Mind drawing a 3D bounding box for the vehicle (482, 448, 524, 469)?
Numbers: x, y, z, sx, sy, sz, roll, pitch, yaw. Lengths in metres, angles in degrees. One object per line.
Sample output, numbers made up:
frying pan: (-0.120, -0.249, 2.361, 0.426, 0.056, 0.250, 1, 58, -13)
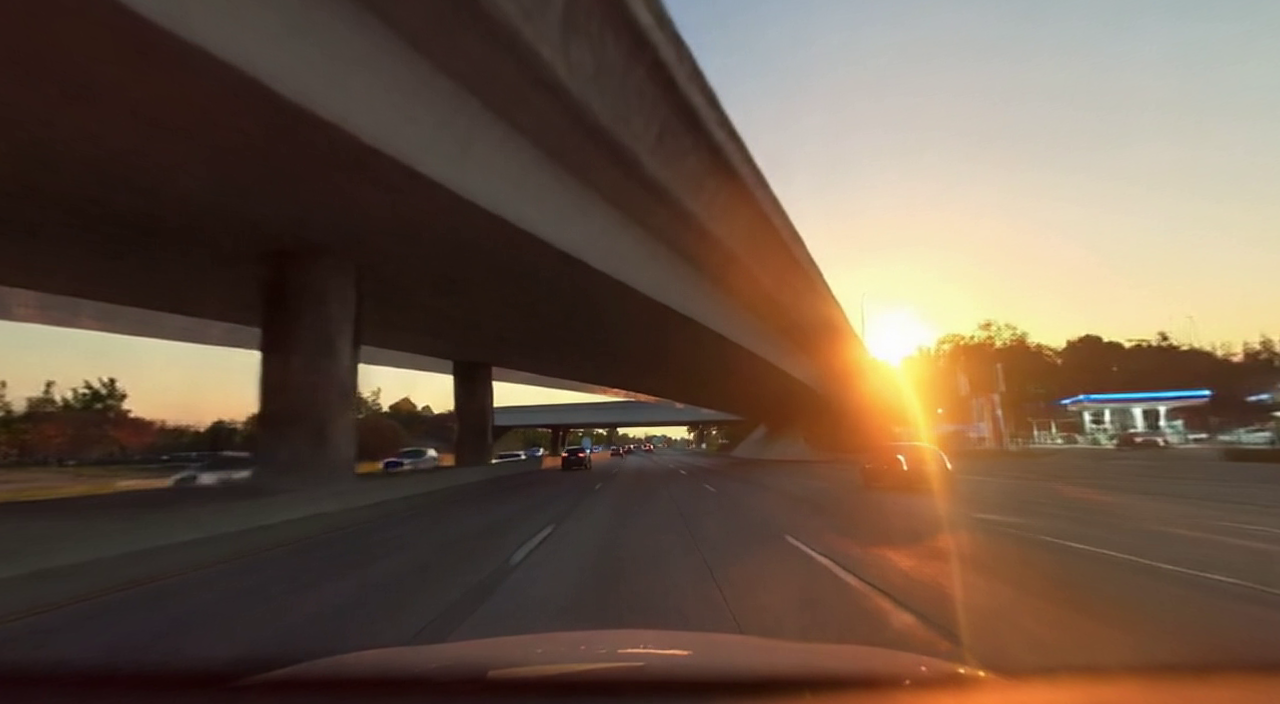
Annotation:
vehicle: (-10.132, 7.889, 47.017, 2.045, 1.466, 4.316, -1, -9, 2)

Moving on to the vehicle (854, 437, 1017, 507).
vehicle: (7.192, 2.949, 16.044, 1.909, 1.467, 4.940, -1, -9, 2)

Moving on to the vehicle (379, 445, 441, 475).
vehicle: (-14.245, 6.691, 39.406, 2.034, 1.693, 4.838, -1, -9, 1)

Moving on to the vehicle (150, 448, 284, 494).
vehicle: (-17.914, 5.005, 27.111, 1.982, 1.745, 5.335, -1, -9, 1)

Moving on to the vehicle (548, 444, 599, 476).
vehicle: (-3.384, 5.580, 32.869, 2.114, 1.510, 4.186, -1, -9, 1)
